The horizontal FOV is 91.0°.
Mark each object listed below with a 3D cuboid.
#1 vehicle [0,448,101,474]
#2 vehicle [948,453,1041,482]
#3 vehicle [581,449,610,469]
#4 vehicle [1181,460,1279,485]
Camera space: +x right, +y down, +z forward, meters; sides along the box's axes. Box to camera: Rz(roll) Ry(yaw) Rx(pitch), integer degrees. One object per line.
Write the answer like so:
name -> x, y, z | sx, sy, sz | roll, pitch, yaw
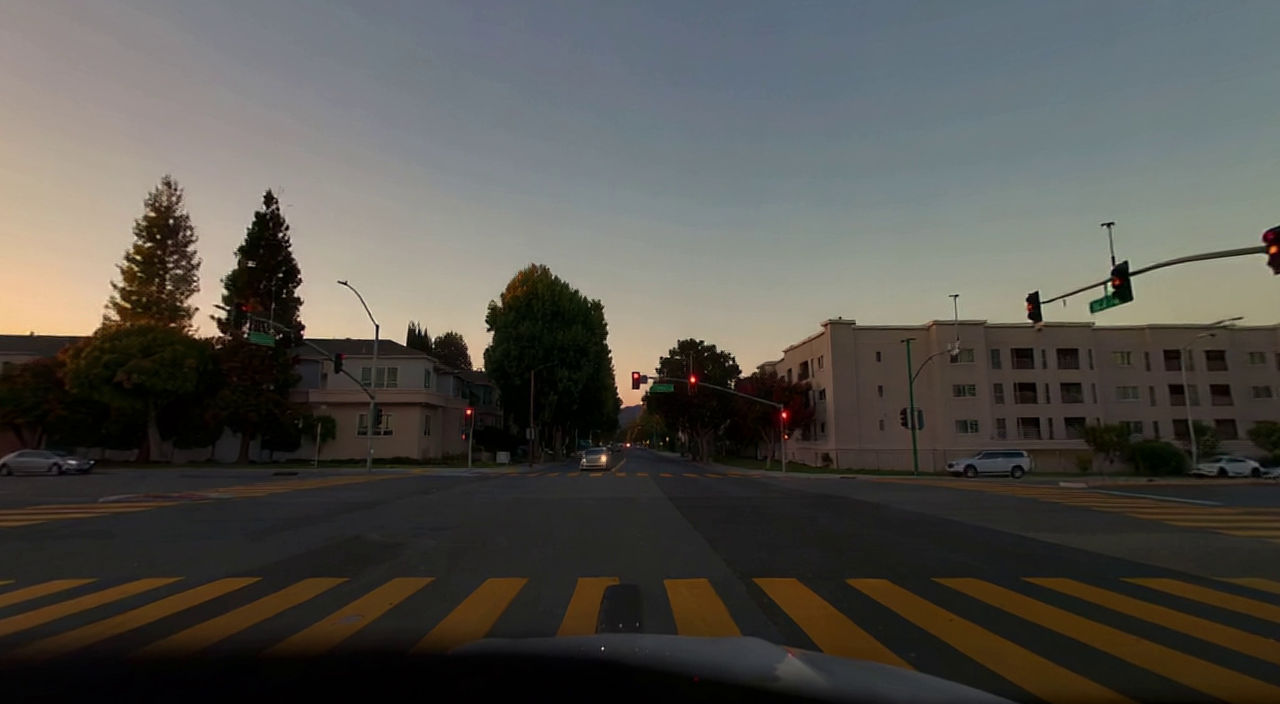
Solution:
vehicle -> -35.109, 6.417, 37.212 | 4.741, 1.447, 1.807 | 0, -9, 0
vehicle -> 21.129, 6.876, 37.568 | 4.447, 1.623, 1.801 | 0, -9, -3
vehicle -> -3.407, 8.355, 49.214 | 1.908, 1.441, 4.142 | 0, -8, 1
vehicle -> 36.248, 7.308, 38.267 | 4.976, 1.428, 1.929 | 0, -8, -2
